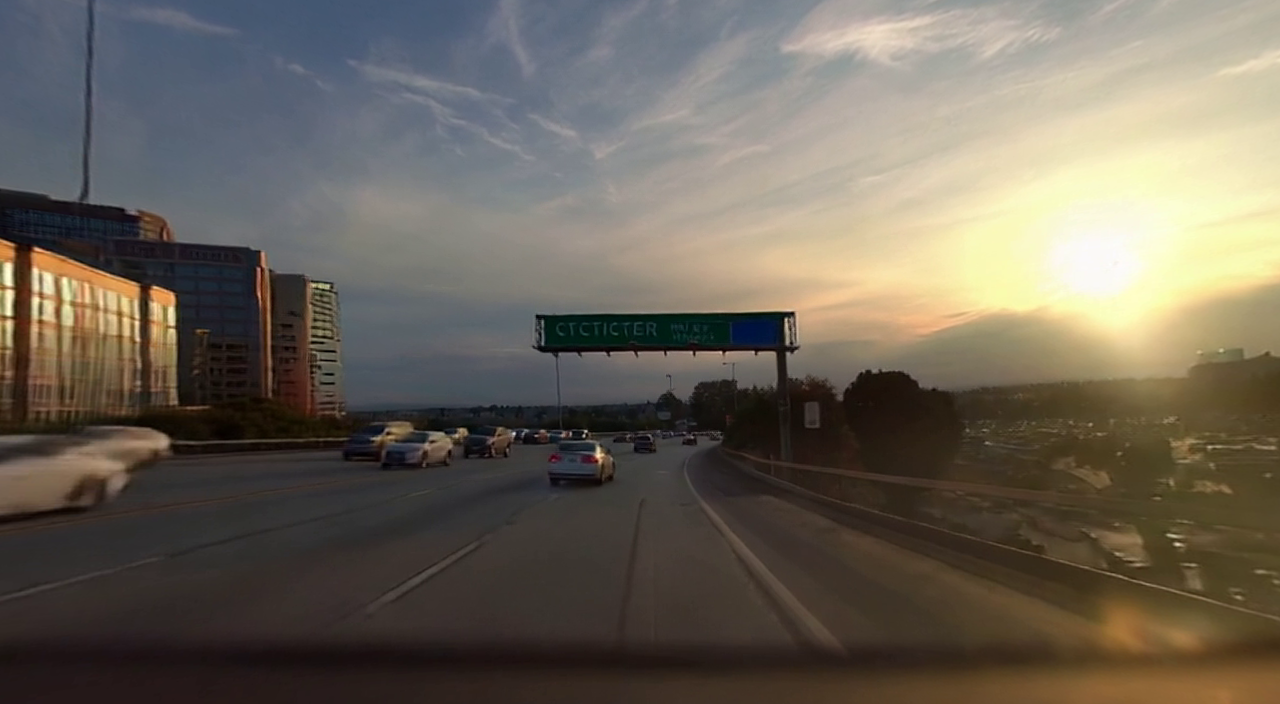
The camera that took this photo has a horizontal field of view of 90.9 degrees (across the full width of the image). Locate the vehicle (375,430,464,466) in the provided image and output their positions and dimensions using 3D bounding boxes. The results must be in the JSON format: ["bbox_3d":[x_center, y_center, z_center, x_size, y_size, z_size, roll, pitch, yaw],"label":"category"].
[{"bbox_3d":[-9.827,4.336,28.570,2.097,1.484,4.621,-1,-8,4],"label":"vehicle"}]

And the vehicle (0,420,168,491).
[{"bbox_3d":[-14.370,2.517,15.577,1.862,1.493,4.393,-1,-8,2],"label":"vehicle"}]

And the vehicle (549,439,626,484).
[{"bbox_3d":[-1.825,4.014,23.422,2.035,1.460,4.497,-1,-9,6],"label":"vehicle"}]

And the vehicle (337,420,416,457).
[{"bbox_3d":[-13.737,4.600,33.235,2.040,1.803,4.496,-1,-8,3],"label":"vehicle"}]

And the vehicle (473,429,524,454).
[{"bbox_3d":[-9.280,5.931,41.854,1.943,1.536,4.656,-1,-8,5],"label":"vehicle"}]
